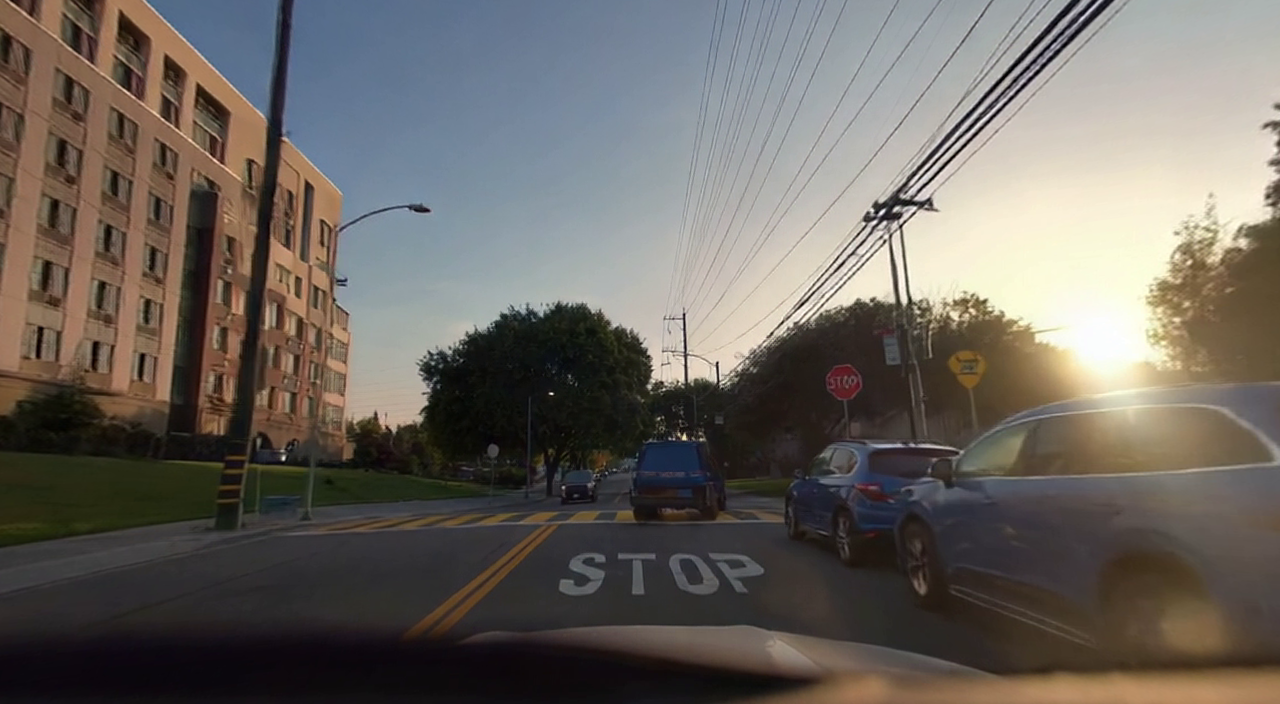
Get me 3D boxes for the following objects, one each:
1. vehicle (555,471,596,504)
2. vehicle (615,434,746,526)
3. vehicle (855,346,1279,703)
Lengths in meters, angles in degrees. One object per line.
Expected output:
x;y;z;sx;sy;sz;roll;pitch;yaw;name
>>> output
-3.575;7.573;35.605;1.911;1.563;4.057;0;-8;0;vehicle
1.178;2.909;15.108;2.214;1.789;4.872;-2;-9;14;vehicle
3.267;1.117;4.085;2.039;1.731;4.428;0;-8;-2;vehicle
